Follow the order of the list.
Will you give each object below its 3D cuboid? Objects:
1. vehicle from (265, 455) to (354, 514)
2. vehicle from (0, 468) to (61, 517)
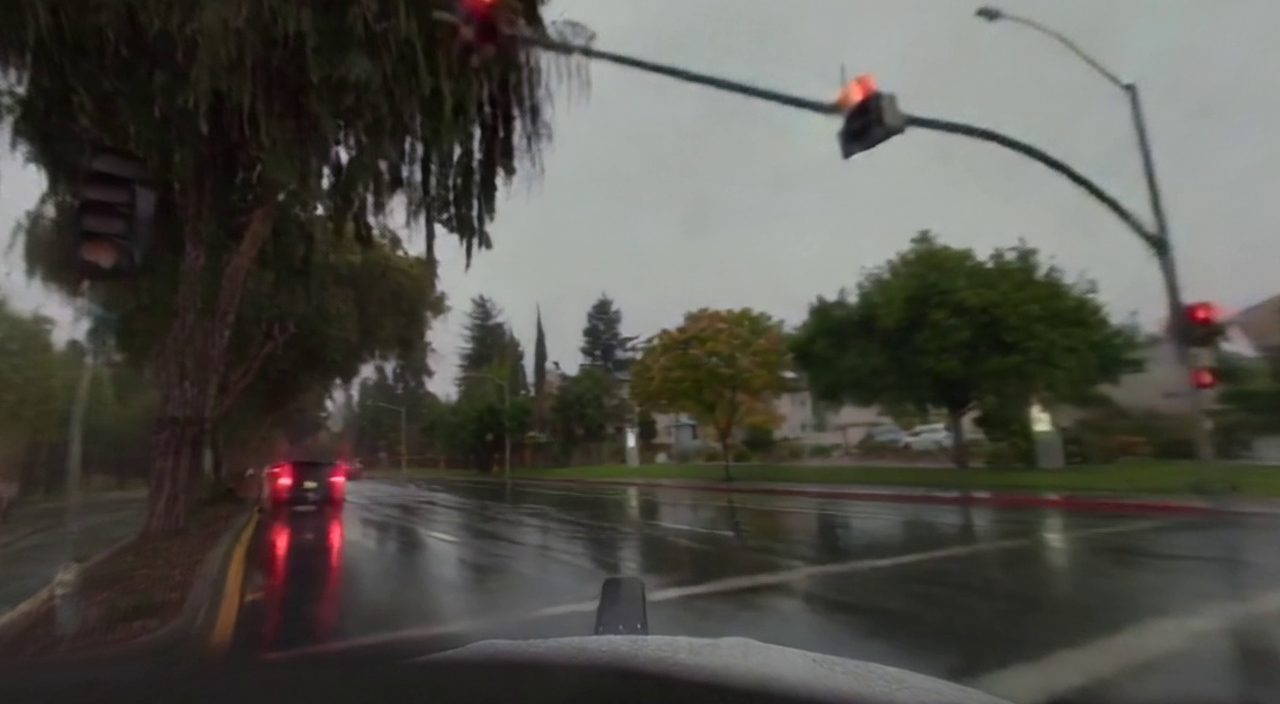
[{"bbox_3d":[-10.604,4.099,20.110,2.093,1.591,4.247,5,-10,-31],"label":"vehicle"},{"bbox_3d":[-28.460,6.344,28.722,2.043,1.894,4.603,5,-10,-30],"label":"vehicle"}]
